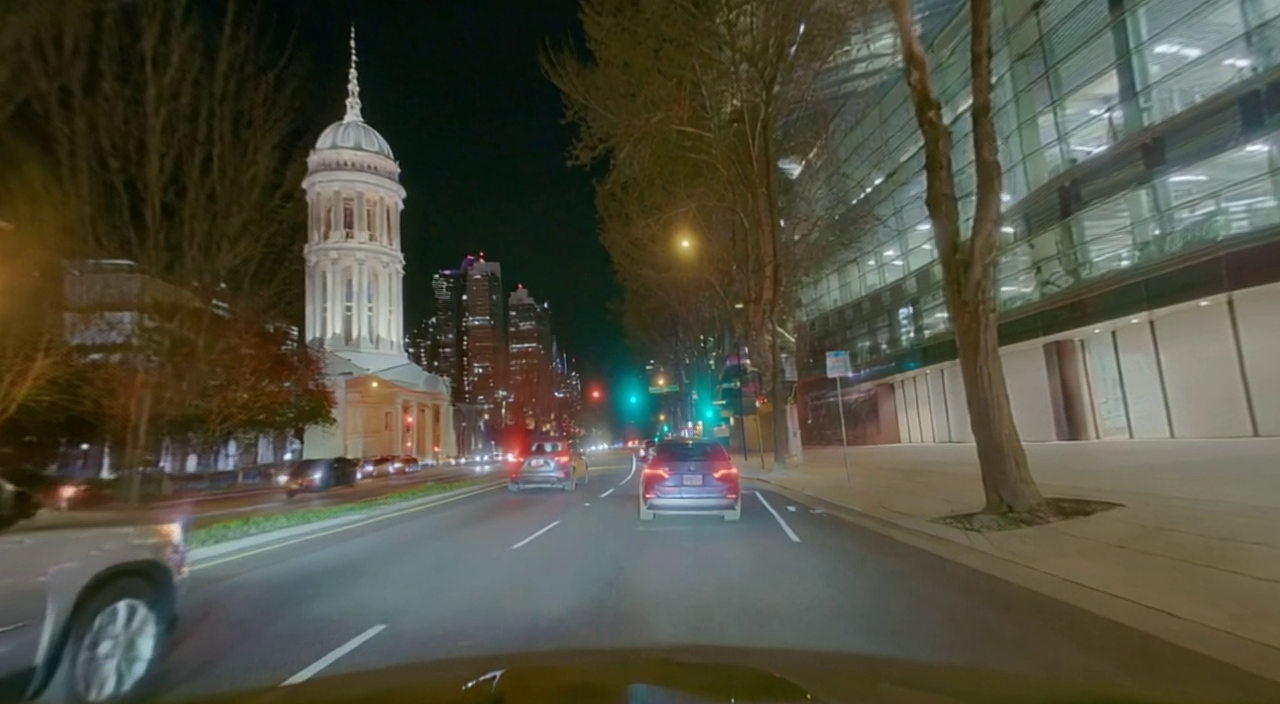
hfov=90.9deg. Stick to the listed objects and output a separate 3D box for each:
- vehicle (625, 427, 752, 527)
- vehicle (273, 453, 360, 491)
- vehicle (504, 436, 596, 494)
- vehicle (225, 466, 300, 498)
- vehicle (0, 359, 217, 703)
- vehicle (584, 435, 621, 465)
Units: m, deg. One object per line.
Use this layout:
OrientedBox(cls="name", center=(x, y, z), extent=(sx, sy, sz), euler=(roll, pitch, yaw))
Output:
OrientedBox(cls="vehicle", center=(0.754, 2.206, 11.624), extent=(1.933, 1.504, 3.802), euler=(0, -9, 0))
OrientedBox(cls="vehicle", center=(-16.866, 6.256, 33.231), extent=(2.024, 1.782, 4.827), euler=(0, -9, 0))
OrientedBox(cls="vehicle", center=(-2.505, 3.279, 18.655), extent=(1.961, 1.517, 4.202), euler=(0, -9, 2))
OrientedBox(cls="vehicle", center=(-23.551, 8.086, 39.591), extent=(2.003, 1.747, 4.505), euler=(0, -9, -2))
OrientedBox(cls="vehicle", center=(-3.312, 0.743, 1.617), extent=(1.848, 1.641, 3.686), euler=(0, -9, 0))
OrientedBox(cls="vehicle", center=(-2.325, 6.131, 39.683), extent=(1.969, 1.764, 4.160), euler=(0, -9, 1))
